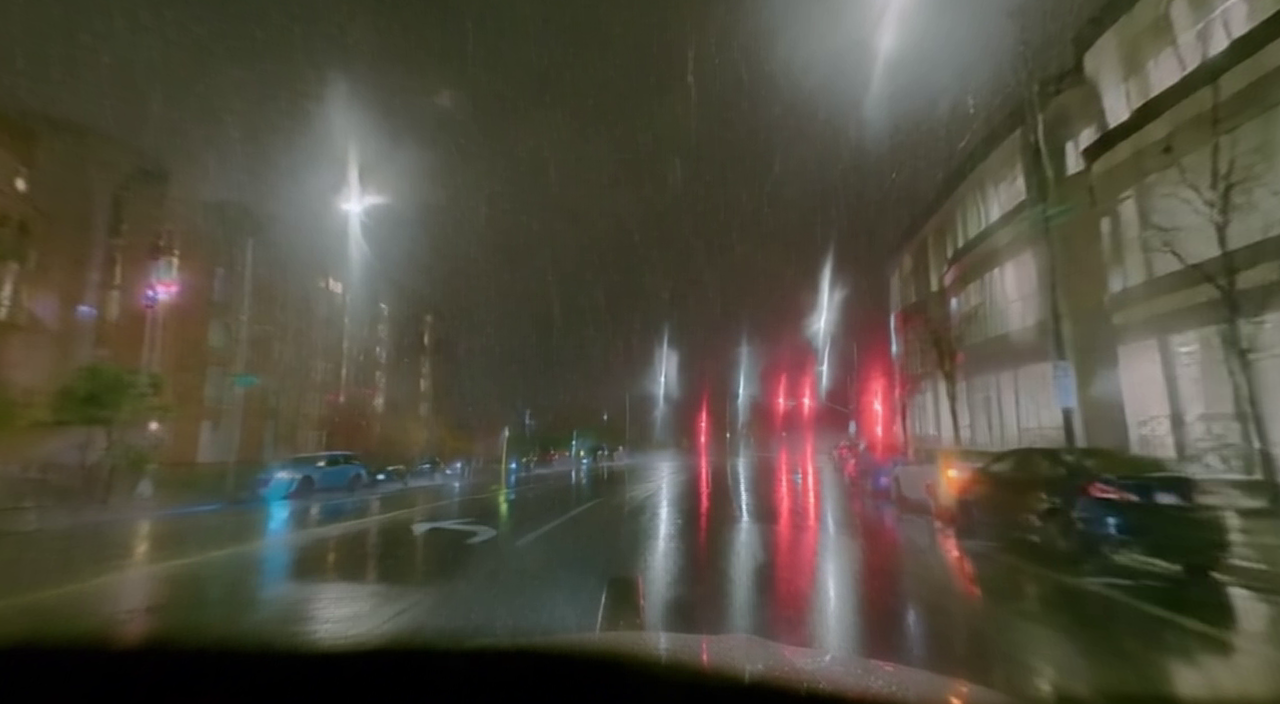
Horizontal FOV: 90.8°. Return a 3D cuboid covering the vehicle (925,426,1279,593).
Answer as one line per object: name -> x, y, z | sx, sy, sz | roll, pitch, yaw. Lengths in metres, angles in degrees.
vehicle -> 5.576, 1.778, 8.151 | 1.977, 1.497, 4.680 | -1, -8, 5

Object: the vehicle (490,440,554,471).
vehicle -> -7.112, 6.279, 38.699 | 1.933, 1.759, 5.002 | -2, -9, 13

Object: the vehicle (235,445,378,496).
vehicle -> -11.070, 3.937, 21.428 | 1.882, 1.508, 4.476 | -1, -8, 9

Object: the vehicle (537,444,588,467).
vehicle -> -5.335, 7.227, 44.254 | 1.830, 1.497, 4.436 | -3, -9, 18

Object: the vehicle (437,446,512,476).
vehicle -> -8.702, 5.738, 33.642 | 1.811, 1.459, 4.702 | -2, -9, 13

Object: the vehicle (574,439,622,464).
vehicle -> -3.251, 7.807, 49.784 | 2.083, 1.882, 4.642 | -3, -9, 19

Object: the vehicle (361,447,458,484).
vehicle -> -10.015, 4.923, 27.885 | 1.841, 1.444, 4.554 | -2, -8, 11
